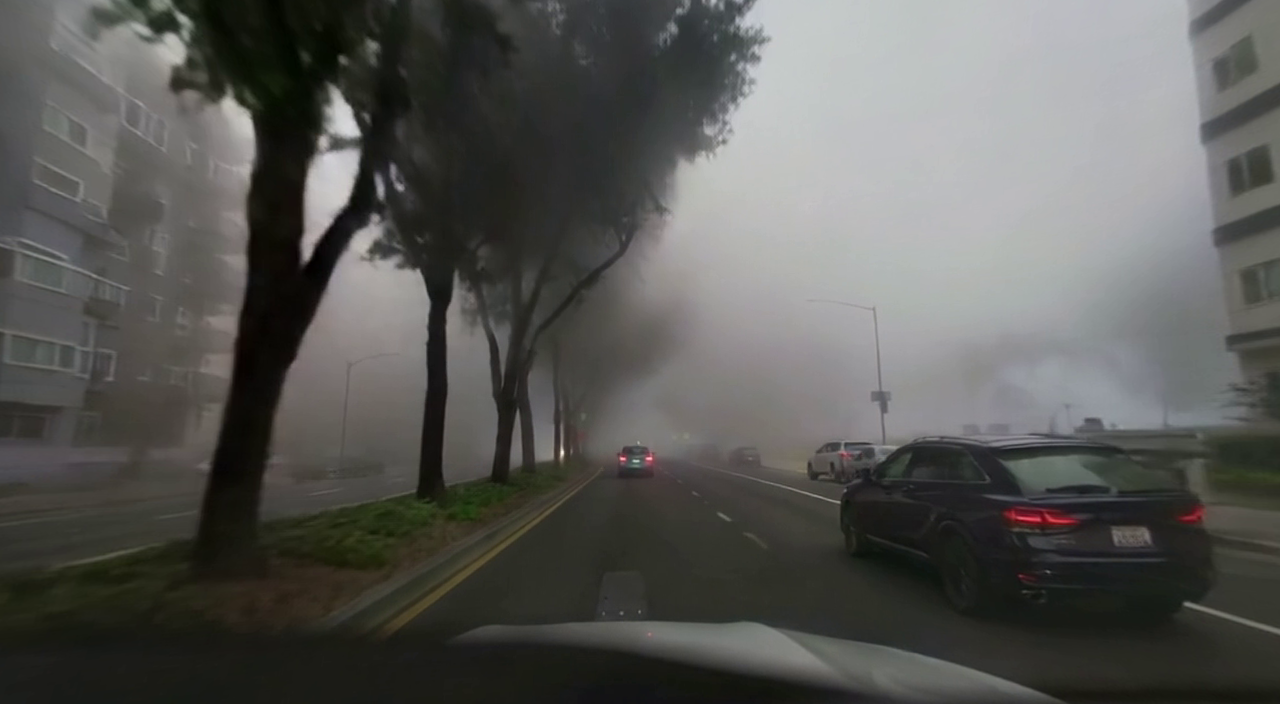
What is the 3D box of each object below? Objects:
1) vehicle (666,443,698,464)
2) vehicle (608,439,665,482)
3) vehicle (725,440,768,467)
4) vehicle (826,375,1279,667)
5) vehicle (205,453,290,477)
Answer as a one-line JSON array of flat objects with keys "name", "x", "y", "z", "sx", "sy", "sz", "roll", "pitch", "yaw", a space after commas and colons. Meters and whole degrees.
[{"name": "vehicle", "x": 3.053, "y": 7.445, "z": 46.518, "sx": 1.910, "sy": 1.474, "sz": 4.003, "roll": 0, "pitch": -9, "yaw": -2}, {"name": "vehicle", "x": -0.124, "y": 4.127, "z": 24.188, "sx": 2.006, "sy": 1.487, "sz": 3.535, "roll": -1, "pitch": -9, "yaw": 0}, {"name": "vehicle", "x": 7.336, "y": 7.027, "z": 43.828, "sx": 2.115, "sy": 1.739, "sz": 4.528, "roll": 0, "pitch": -9, "yaw": -1}, {"name": "vehicle", "x": 3.372, "y": 1.305, "z": 5.860, "sx": 1.949, "sy": 1.723, "sz": 4.020, "roll": 0, "pitch": -9, "yaw": -1}, {"name": "vehicle", "x": -27.927, "y": 8.052, "z": 45.082, "sx": 4.732, "sy": 1.497, "sz": 2.077, "roll": -2, "pitch": -9, "yaw": 3}]
